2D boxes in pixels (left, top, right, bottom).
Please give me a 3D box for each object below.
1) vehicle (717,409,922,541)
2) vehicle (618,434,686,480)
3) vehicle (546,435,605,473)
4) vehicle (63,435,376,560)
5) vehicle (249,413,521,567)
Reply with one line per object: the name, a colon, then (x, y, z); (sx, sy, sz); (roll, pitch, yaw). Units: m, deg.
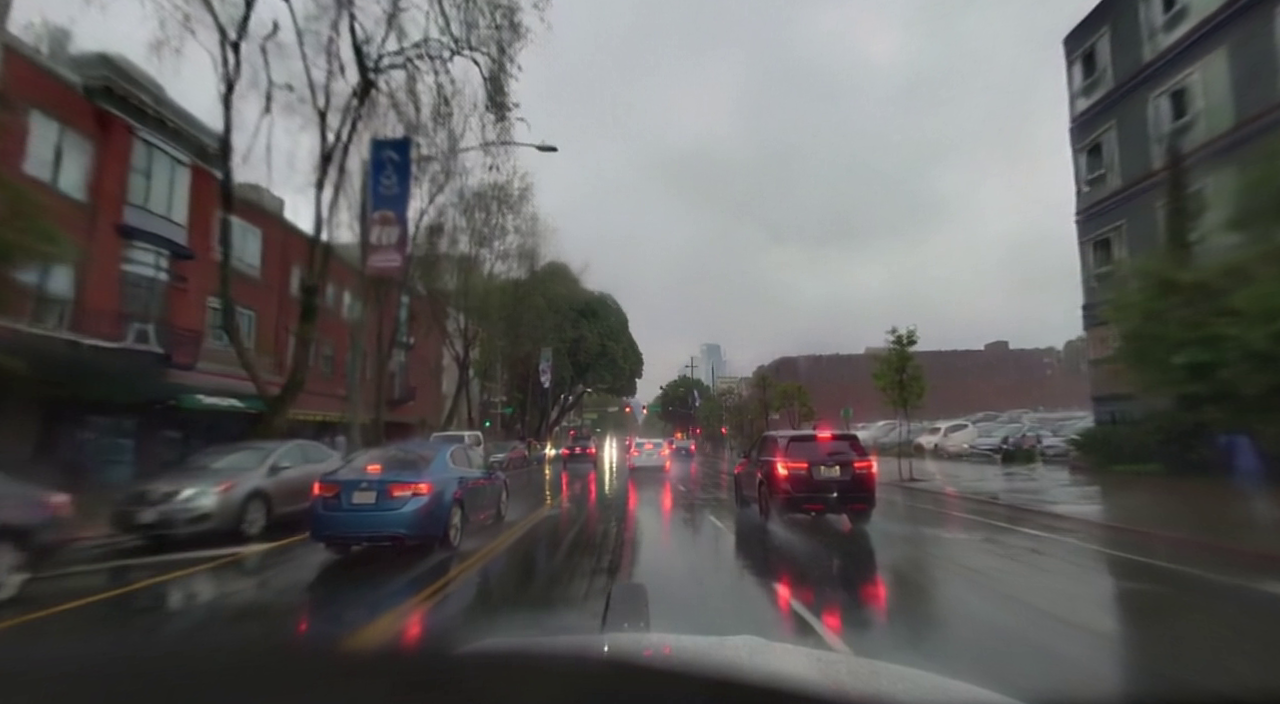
vehicle: (2.618, 1.928, 10.496); (2.094, 1.709, 4.394); (0, -8, 0)
vehicle: (0.373, 3.657, 22.236); (2.139, 1.466, 4.373); (0, -8, 0)
vehicle: (-2.697, 4.405, 27.447); (2.019, 1.507, 4.643); (0, -8, 1)
vehicle: (-5.891, 2.040, 9.628); (1.797, 1.462, 4.218); (0, -8, 1)
vehicle: (-3.093, 1.760, 8.755); (2.085, 1.619, 3.976); (0, -8, 0)
